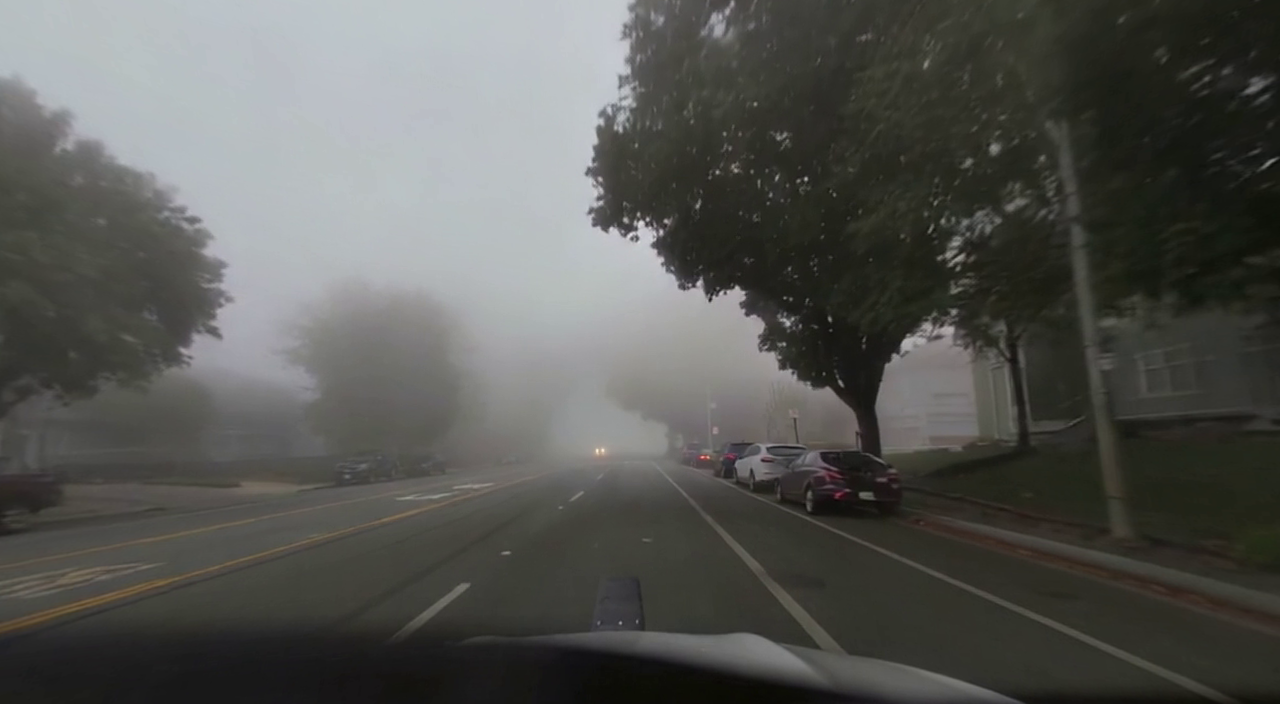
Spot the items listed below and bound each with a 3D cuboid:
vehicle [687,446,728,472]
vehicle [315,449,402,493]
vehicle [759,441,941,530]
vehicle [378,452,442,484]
[{"bbox_3d":[4.013,6.410,38.058,1.845,1.443,4.531,0,-8,-2],"label":"vehicle"},{"bbox_3d":[-13.687,5.773,31.124,2.220,1.747,4.980,-2,-8,-2],"label":"vehicle"},{"bbox_3d":[3.996,2.609,13.096,2.100,1.478,4.816,0,-8,0],"label":"vehicle"},{"bbox_3d":[-14.007,7.073,38.819,2.239,1.645,4.700,-2,-8,-1],"label":"vehicle"}]
